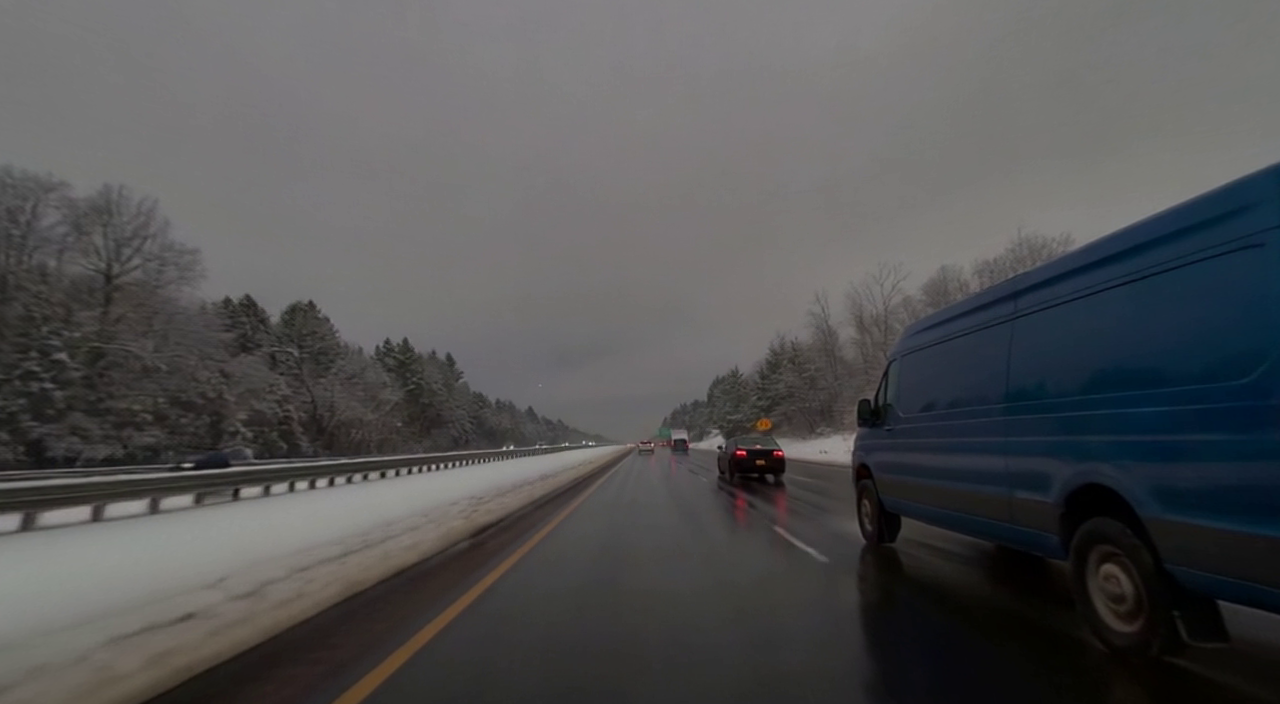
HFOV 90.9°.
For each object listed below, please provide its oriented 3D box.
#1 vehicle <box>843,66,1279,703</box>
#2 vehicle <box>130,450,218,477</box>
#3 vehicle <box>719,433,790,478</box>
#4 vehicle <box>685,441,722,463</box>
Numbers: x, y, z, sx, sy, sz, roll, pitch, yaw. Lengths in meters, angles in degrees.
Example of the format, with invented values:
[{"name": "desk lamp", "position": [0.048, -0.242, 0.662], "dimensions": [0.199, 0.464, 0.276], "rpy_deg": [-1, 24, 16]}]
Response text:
[{"name": "vehicle", "position": [3.634, 0.598, 4.745], "dimensions": [2.302, 2.670, 5.912], "rpy_deg": [0, -8, 1]}, {"name": "vehicle", "position": [-27.654, 6.604, 37.639], "dimensions": [1.949, 1.459, 4.287], "rpy_deg": [0, -8, 0]}, {"name": "vehicle", "position": [4.508, 4.140, 25.528], "dimensions": [2.034, 1.651, 4.342], "rpy_deg": [0, -8, 0]}, {"name": "vehicle", "position": [4.406, 6.977, 44.318], "dimensions": [2.050, 1.448, 4.123], "rpy_deg": [0, -8, -1]}]
